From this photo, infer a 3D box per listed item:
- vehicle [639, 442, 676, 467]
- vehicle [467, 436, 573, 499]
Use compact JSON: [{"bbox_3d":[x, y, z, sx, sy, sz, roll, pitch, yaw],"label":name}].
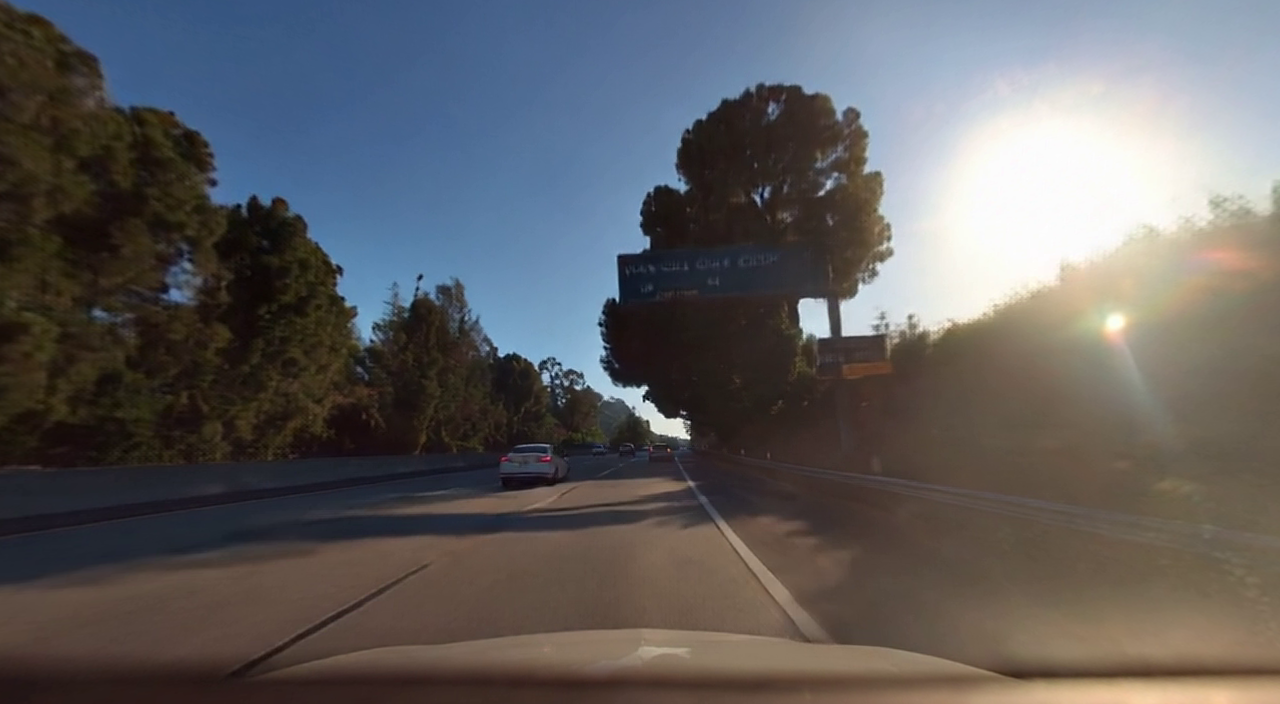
[{"bbox_3d":[1.141,6.311,39.078,2.113,1.464,4.073,0,-8,3],"label":"vehicle"},{"bbox_3d":[-3.201,3.181,17.880,2.024,1.531,4.431,0,-8,1],"label":"vehicle"}]
